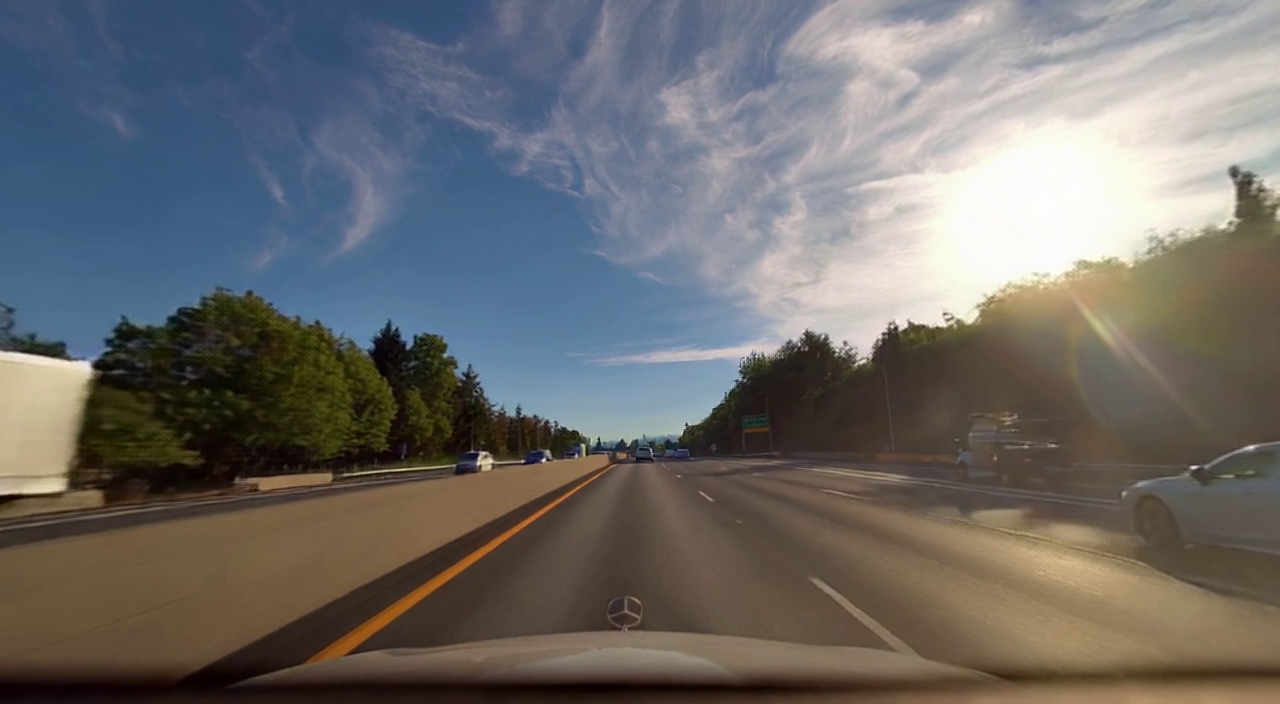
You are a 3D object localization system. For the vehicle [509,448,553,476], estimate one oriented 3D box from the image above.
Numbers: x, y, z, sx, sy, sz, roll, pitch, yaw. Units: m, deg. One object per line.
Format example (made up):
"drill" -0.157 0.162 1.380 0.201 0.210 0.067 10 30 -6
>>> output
"vehicle" -6.874 6.986 40.149 1.962 1.631 4.070 0 -9 1

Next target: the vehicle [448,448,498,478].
"vehicle" -11.465 7.665 43.653 2.030 1.920 4.938 0 -9 1

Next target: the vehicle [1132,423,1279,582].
"vehicle" 7.117 1.338 5.412 1.977 1.502 4.670 0 -9 0

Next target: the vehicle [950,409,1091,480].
"vehicle" 14.596 3.627 24.683 2.115 2.446 5.323 0 -9 0

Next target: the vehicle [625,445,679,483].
"vehicle" 0.487 4.844 27.525 2.177 1.520 4.278 0 -9 0

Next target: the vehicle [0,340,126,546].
"vehicle" -15.190 1.280 9.152 3.413 4.286 14.339 0 -9 0
